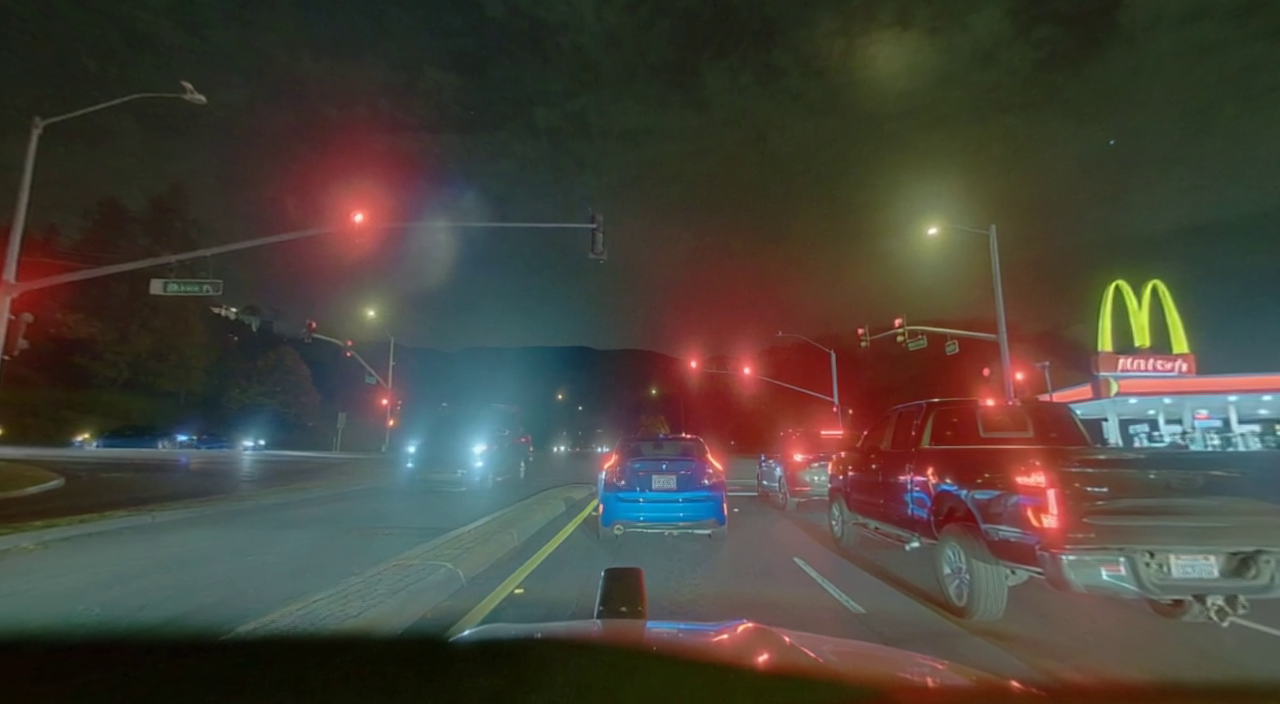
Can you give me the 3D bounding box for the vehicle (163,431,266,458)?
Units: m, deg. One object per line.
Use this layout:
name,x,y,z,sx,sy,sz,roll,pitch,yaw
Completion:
vehicle,-23.085,5.017,34.313,4.326,1.420,1.798,-1,-8,4

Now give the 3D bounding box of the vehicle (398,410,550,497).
vehicle,-4.537,2.929,18.506,2.615,2.031,5.638,2,-8,3

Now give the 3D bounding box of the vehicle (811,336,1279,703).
vehicle,3.584,1.294,5.893,2.277,1.871,6.143,0,-8,0

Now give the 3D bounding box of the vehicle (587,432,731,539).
vehicle,0.267,2.163,10.853,2.027,1.494,3.824,0,-8,0

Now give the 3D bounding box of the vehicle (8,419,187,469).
vehicle,-19.668,3.356,23.026,4.742,1.720,2.107,-1,-8,5
